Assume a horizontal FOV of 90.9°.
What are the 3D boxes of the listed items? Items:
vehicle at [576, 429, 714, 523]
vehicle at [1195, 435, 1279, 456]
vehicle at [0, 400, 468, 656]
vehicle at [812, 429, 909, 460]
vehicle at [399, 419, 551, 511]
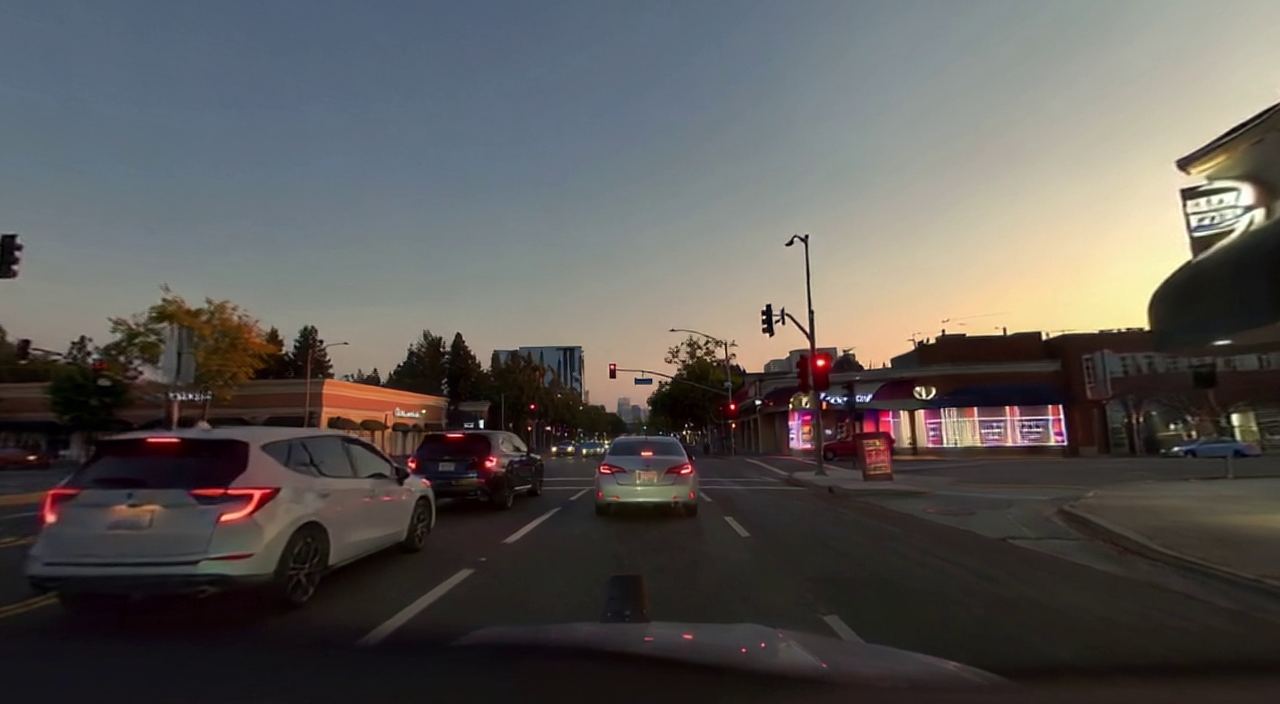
[{"bbox_3d":[0.169,2.316,12.392,2.258,1.507,3.896,-1,-8,3],"label":"vehicle"},{"bbox_3d":[43.660,6.814,45.983,4.582,1.442,1.860,0,-8,-2],"label":"vehicle"},{"bbox_3d":[-3.310,1.378,6.032,2.029,1.517,4.375,0,-8,1],"label":"vehicle"},{"bbox_3d":[13.059,5.489,37.560,5.032,1.762,1.982,0,-8,0],"label":"vehicle"},{"bbox_3d":[-3.386,2.417,13.893,2.009,1.704,4.230,-1,-8,3],"label":"vehicle"}]
